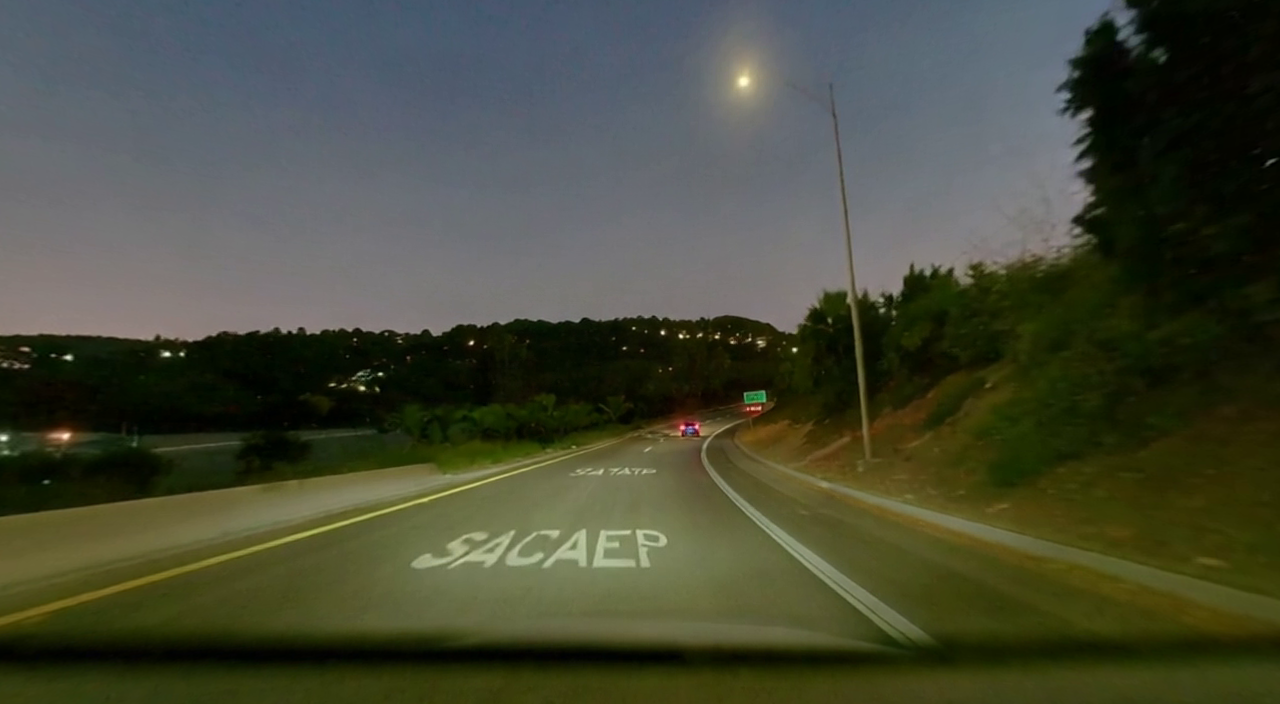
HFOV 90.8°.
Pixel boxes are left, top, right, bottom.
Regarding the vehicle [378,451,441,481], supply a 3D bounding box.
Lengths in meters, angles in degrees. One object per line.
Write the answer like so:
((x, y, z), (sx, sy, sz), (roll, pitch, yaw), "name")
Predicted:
((-15.040, 7.434, 41.488), (2.227, 1.760, 4.507), (-1, -8, 3), "vehicle")

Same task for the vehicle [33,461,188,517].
((-19.613, 5.051, 23.723), (1.956, 1.716, 4.330), (-1, -8, 2), "vehicle")

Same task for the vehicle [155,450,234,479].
((-31.791, 8.015, 45.288), (2.098, 1.856, 4.746), (-1, -8, 2), "vehicle")
